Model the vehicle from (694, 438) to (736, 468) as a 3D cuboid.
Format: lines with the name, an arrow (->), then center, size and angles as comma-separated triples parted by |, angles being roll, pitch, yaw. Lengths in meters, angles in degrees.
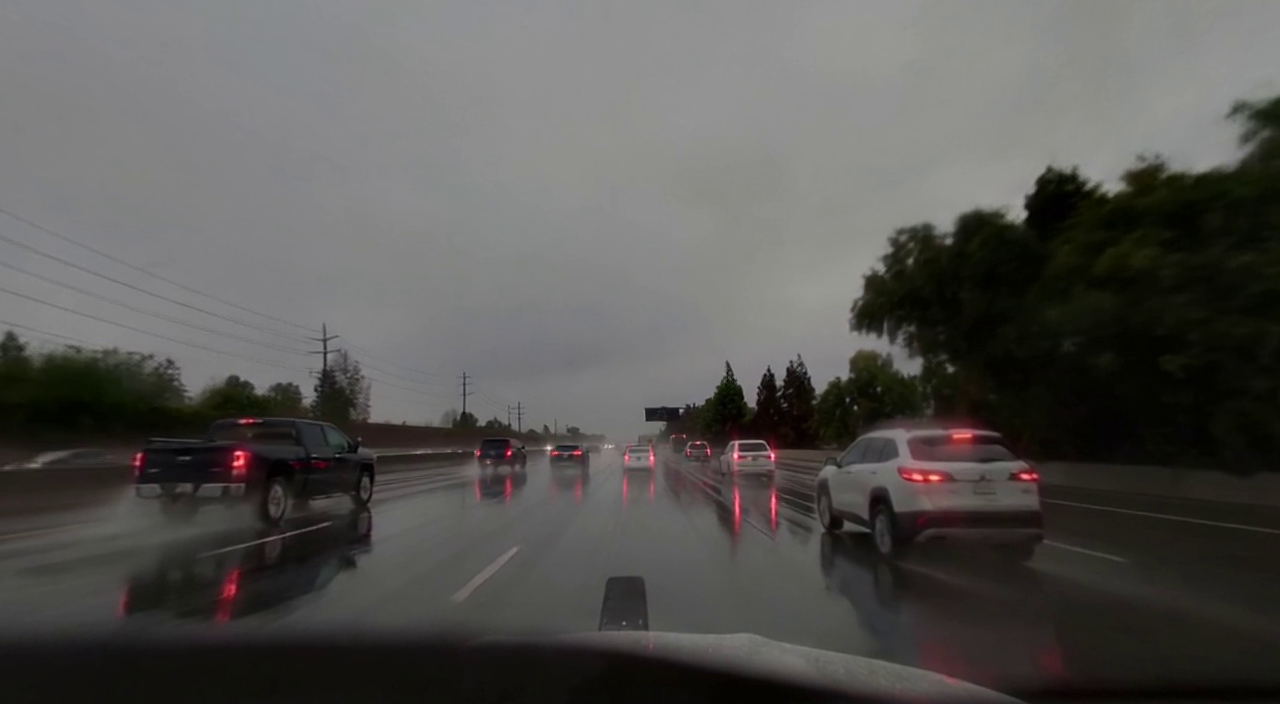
vehicle -> 4.755, 6.530, 40.834 | 2.195, 1.778, 4.455 | 0, -8, 0

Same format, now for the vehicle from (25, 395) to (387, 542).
vehicle -> -6.967, 1.985, 11.360 | 2.269, 1.936, 5.777 | 0, -9, 2

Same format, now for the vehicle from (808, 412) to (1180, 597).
vehicle -> 3.665, 1.657, 7.714 | 2.051, 1.595, 4.301 | 0, -9, 0

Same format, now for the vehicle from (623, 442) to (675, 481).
vehicle -> 0.357, 4.444, 25.945 | 1.966, 1.444, 3.986 | 0, -9, 0

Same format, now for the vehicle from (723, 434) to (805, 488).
vehicle -> 4.203, 3.764, 22.085 | 2.002, 1.691, 4.290 | 0, -9, 0

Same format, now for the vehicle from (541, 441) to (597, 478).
vehicle -> -3.056, 4.721, 27.923 | 1.904, 1.479, 4.274 | 0, -9, 1

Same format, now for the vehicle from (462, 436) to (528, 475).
vehicle -> -6.681, 4.845, 29.627 | 1.978, 1.680, 4.263 | 0, -9, 1
